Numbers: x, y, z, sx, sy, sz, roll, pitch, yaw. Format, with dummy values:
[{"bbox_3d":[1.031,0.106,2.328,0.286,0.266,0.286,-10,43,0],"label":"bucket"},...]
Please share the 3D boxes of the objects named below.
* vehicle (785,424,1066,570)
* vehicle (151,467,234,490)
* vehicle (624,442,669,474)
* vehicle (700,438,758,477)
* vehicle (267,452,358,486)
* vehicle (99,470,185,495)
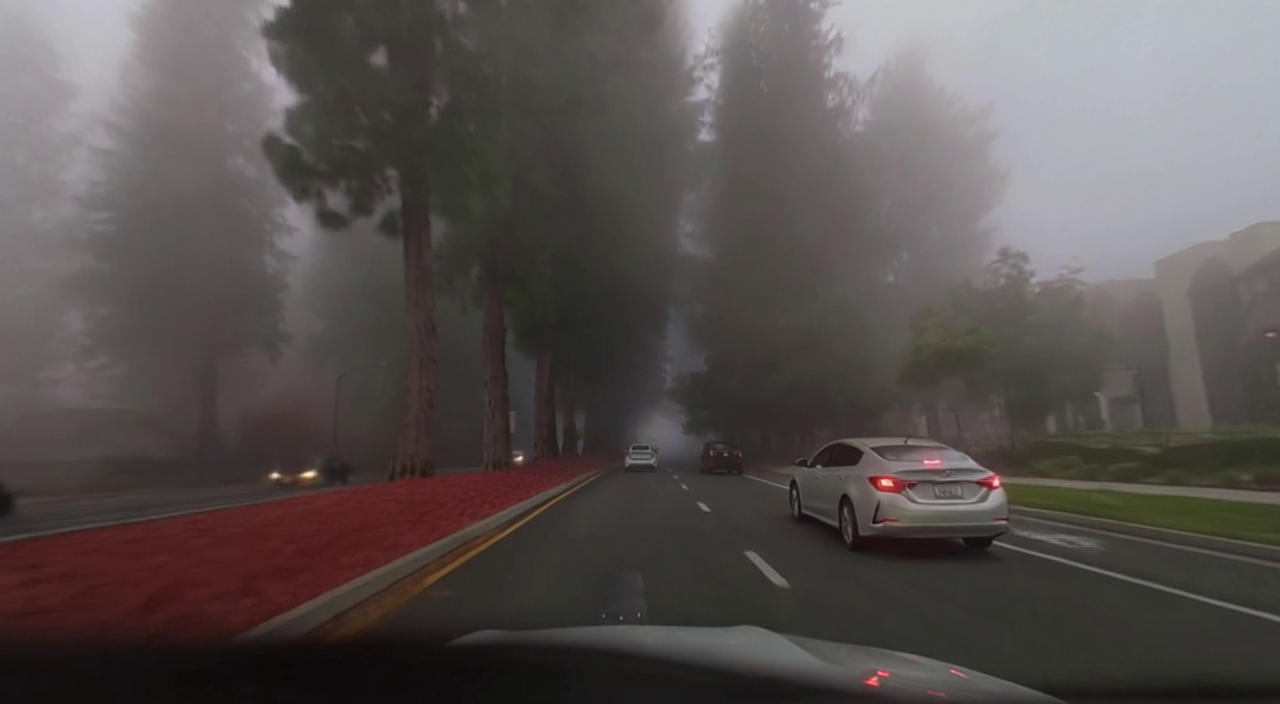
[{"bbox_3d":[3.516,1.862,8.838,1.985,1.529,4.147,0,-9,0],"label":"vehicle"},{"bbox_3d":[-31.512,8.898,44.561,4.432,1.535,1.866,0,-9,3],"label":"vehicle"},{"bbox_3d":[0.321,5.179,31.017,2.082,1.473,4.028,0,-9,1],"label":"vehicle"},{"bbox_3d":[4.014,4.855,29.326,2.074,1.652,4.340,0,-9,0],"label":"vehicle"},{"bbox_3d":[-15.229,5.449,29.699,1.843,1.453,4.425,0,-9,1],"label":"vehicle"},{"bbox_3d":[-30.945,8.110,39.322,3.757,1.391,2.001,-2,-9,3],"label":"vehicle"}]
